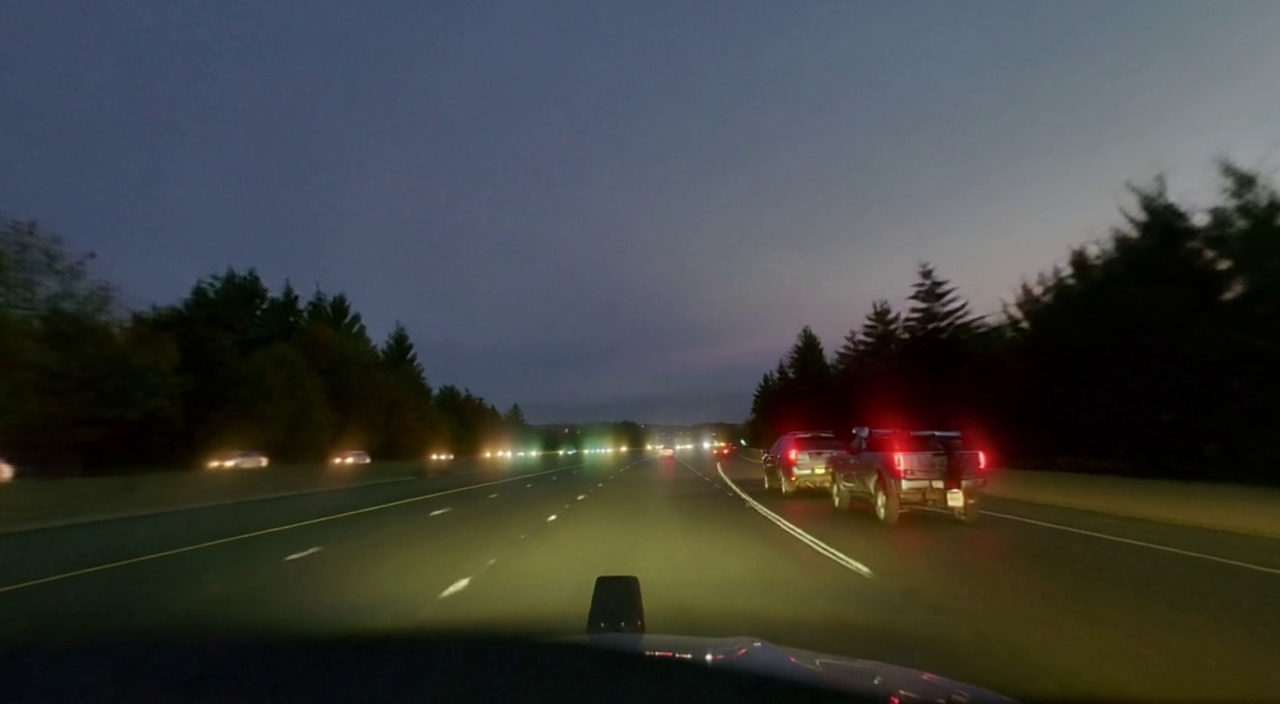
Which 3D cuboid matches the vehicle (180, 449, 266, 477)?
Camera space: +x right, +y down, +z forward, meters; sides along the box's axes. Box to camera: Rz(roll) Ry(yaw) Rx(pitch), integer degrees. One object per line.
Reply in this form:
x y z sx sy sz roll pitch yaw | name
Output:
-26.067 6.948 39.618 2.199 1.649 4.525 0 -9 1 | vehicle
